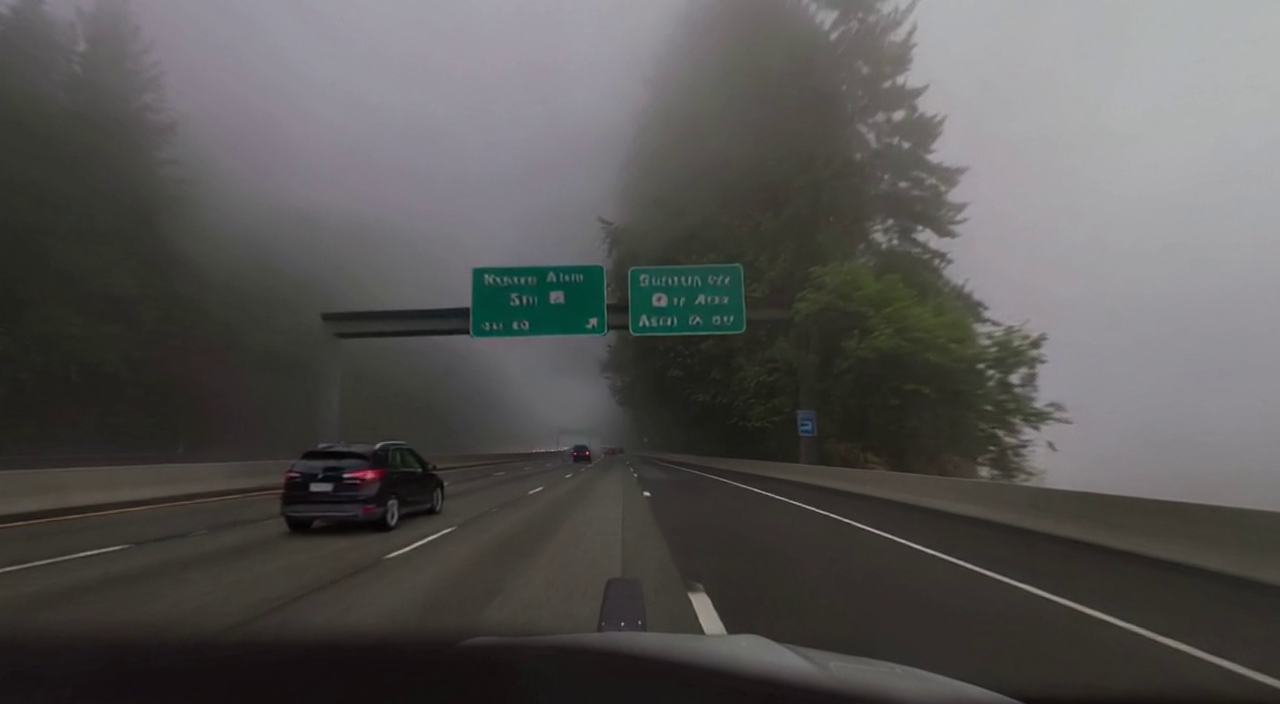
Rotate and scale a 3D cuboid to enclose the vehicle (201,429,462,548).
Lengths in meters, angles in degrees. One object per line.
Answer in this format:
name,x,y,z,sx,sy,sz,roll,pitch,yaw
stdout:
vehicle,-4.803,2.199,10.890,2.065,1.551,4.889,0,-9,-1
